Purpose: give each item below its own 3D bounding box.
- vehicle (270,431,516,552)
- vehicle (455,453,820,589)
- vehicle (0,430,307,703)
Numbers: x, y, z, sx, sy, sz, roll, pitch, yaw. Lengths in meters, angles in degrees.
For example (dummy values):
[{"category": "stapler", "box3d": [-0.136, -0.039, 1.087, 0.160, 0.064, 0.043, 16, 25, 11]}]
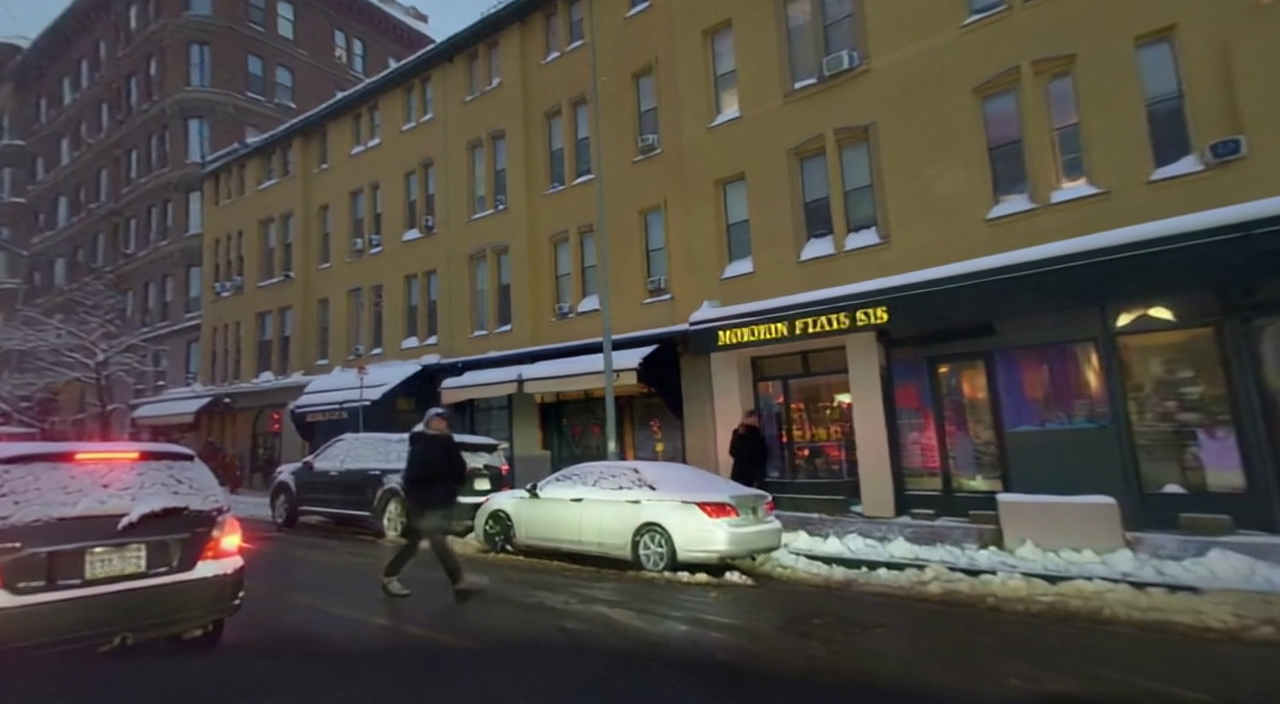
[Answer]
[{"category": "vehicle", "box3d": [-4.703, 2.465, 11.870, 4.580, 1.853, 1.862, -6, -10, 32]}, {"category": "vehicle", "box3d": [-0.172, 2.153, 8.895, 4.830, 1.421, 1.826, -5, -10, 30]}, {"category": "vehicle", "box3d": [-4.535, 1.347, 4.587, 4.330, 1.458, 1.932, -6, -10, 36]}]
